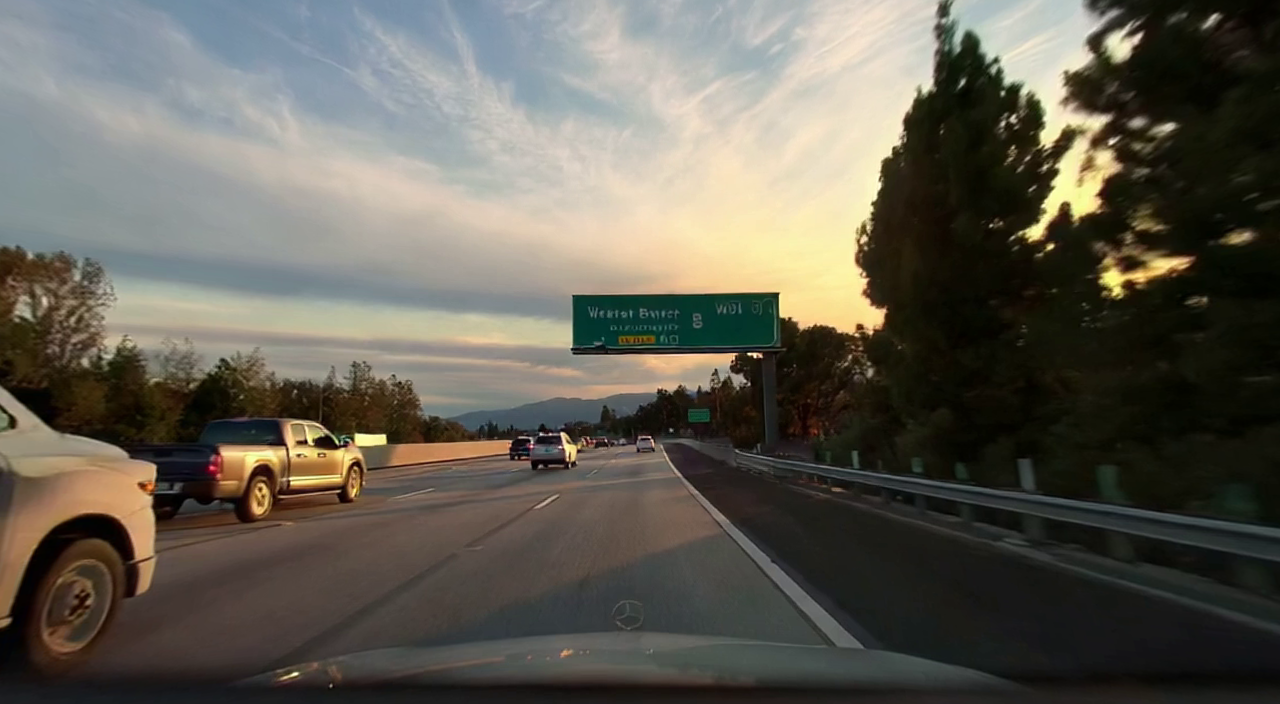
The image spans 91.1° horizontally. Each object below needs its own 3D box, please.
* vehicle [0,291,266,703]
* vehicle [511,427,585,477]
[{"bbox_3d":[-3.767,0.631,2.093,2.079,1.929,4.748,0,-8,0],"label":"vehicle"},{"bbox_3d":[-3.558,3.995,25.270,2.142,1.789,5.009,0,-8,1],"label":"vehicle"}]
